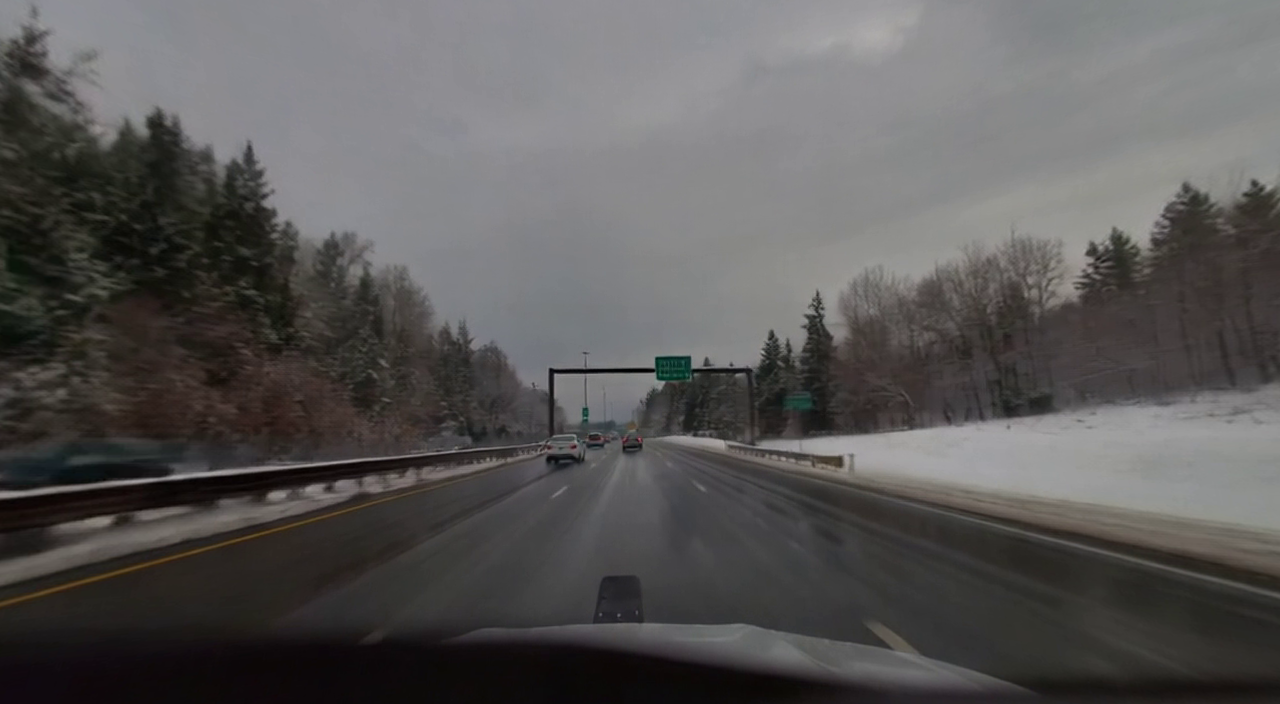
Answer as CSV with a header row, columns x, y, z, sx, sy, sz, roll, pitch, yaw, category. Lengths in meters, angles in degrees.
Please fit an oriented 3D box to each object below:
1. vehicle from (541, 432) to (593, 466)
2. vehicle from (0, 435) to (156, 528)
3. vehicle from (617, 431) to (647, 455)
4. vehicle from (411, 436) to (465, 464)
x,y,z,sx,sy,sz,roll,pitch,yaw,category
-3.469,4.679,30.578,1.989,1.497,4.645,0,-8,0,vehicle
-11.728,2.366,11.894,1.872,1.550,4.089,0,-8,0,vehicle
-0.548,6.544,45.176,2.054,1.609,3.859,0,-8,-1,vehicle
-12.173,5.913,38.201,1.888,1.556,4.136,0,-8,0,vehicle
